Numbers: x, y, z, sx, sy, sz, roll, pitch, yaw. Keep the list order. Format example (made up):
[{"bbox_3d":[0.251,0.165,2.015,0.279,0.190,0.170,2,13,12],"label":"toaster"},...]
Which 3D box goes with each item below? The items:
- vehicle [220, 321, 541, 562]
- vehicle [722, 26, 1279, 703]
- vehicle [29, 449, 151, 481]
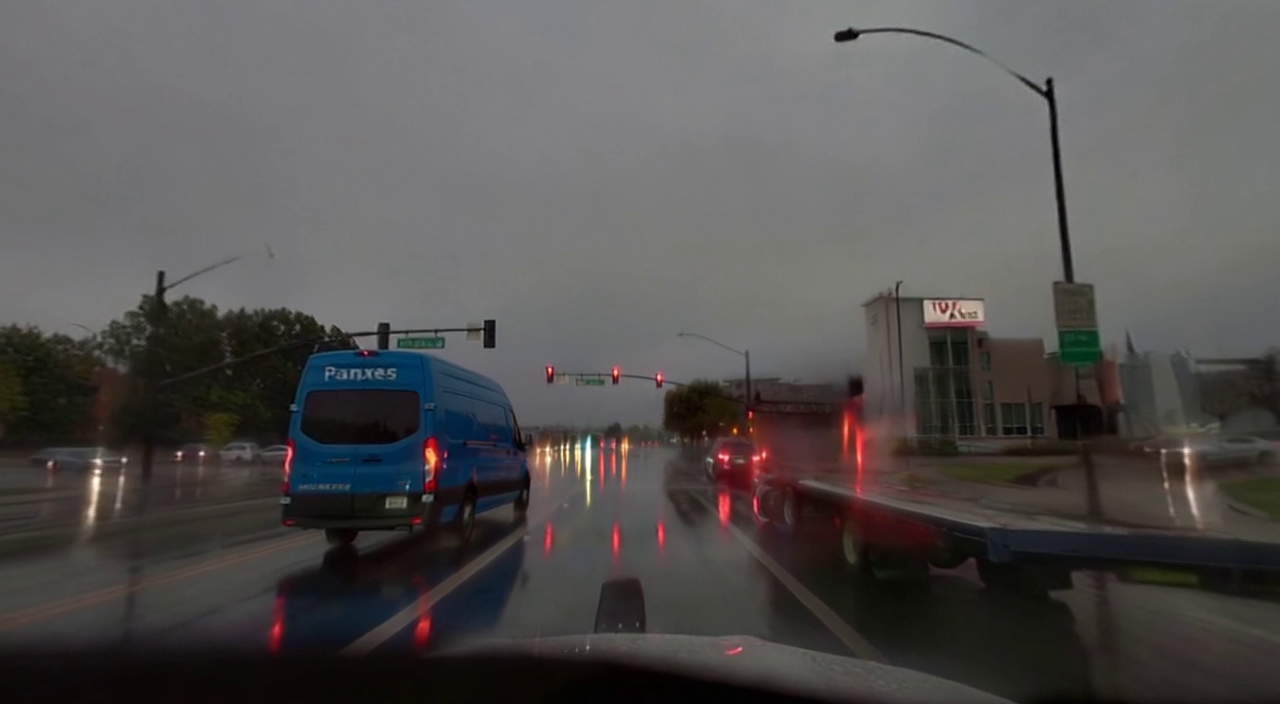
[{"bbox_3d":[-3.493,1.514,10.603,2.443,2.784,6.493,0,-9,1],"label":"vehicle"},{"bbox_3d":[3.179,0.735,8.032,2.861,3.525,9.858,0,-9,0],"label":"vehicle"},{"bbox_3d":[-30.945,6.334,35.746,4.811,1.675,1.875,5,-10,-30],"label":"vehicle"}]
